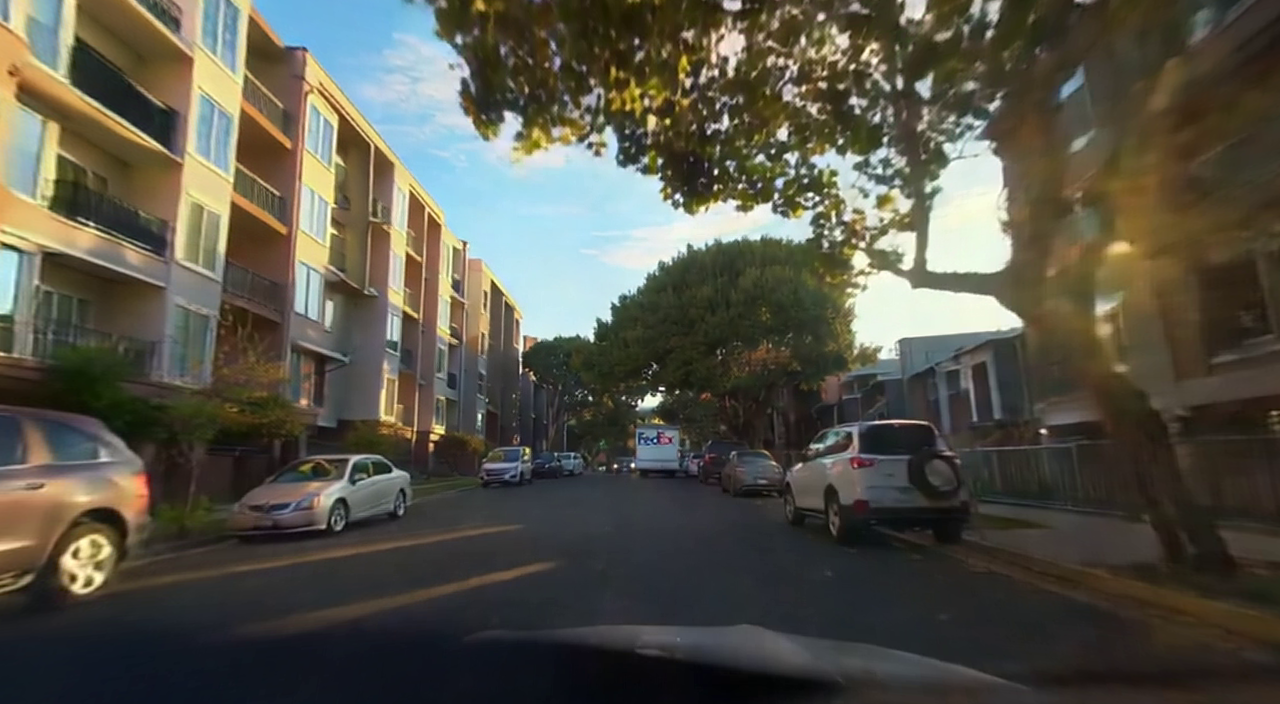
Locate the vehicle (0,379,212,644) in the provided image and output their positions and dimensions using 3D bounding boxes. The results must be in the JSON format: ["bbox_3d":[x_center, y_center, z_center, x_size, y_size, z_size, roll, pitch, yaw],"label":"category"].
[{"bbox_3d":[-5.672,1.133,4.430,2.098,1.894,4.616,0,-8,-1],"label":"vehicle"}]

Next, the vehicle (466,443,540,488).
[{"bbox_3d":[-5.722,4.775,26.974,2.089,1.757,4.256,0,-8,2],"label":"vehicle"}]

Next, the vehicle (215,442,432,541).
[{"bbox_3d":[-5.756,2.547,12.245,1.888,1.546,4.306,0,-8,1],"label":"vehicle"}]

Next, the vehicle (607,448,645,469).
[{"bbox_3d":[-1.029,8.299,49.332,1.981,1.500,3.992,-2,-9,14],"label":"vehicle"}]

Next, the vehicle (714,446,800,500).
[{"bbox_3d":[3.547,3.718,19.922,1.877,1.500,4.407,0,-8,0],"label":"vehicle"}]

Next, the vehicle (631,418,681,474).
[{"bbox_3d":[0.898,6.189,41.671,2.930,3.275,8.180,0,-8,-1],"label":"vehicle"}]

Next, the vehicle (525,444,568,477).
[{"bbox_3d":[-5.580,6.503,38.191,2.020,1.867,4.654,0,-8,-1],"label":"vehicle"}]

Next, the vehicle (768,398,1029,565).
[{"bbox_3d":[3.616,1.887,9.887,2.099,2.018,4.087,0,-8,-4],"label":"vehicle"}]
